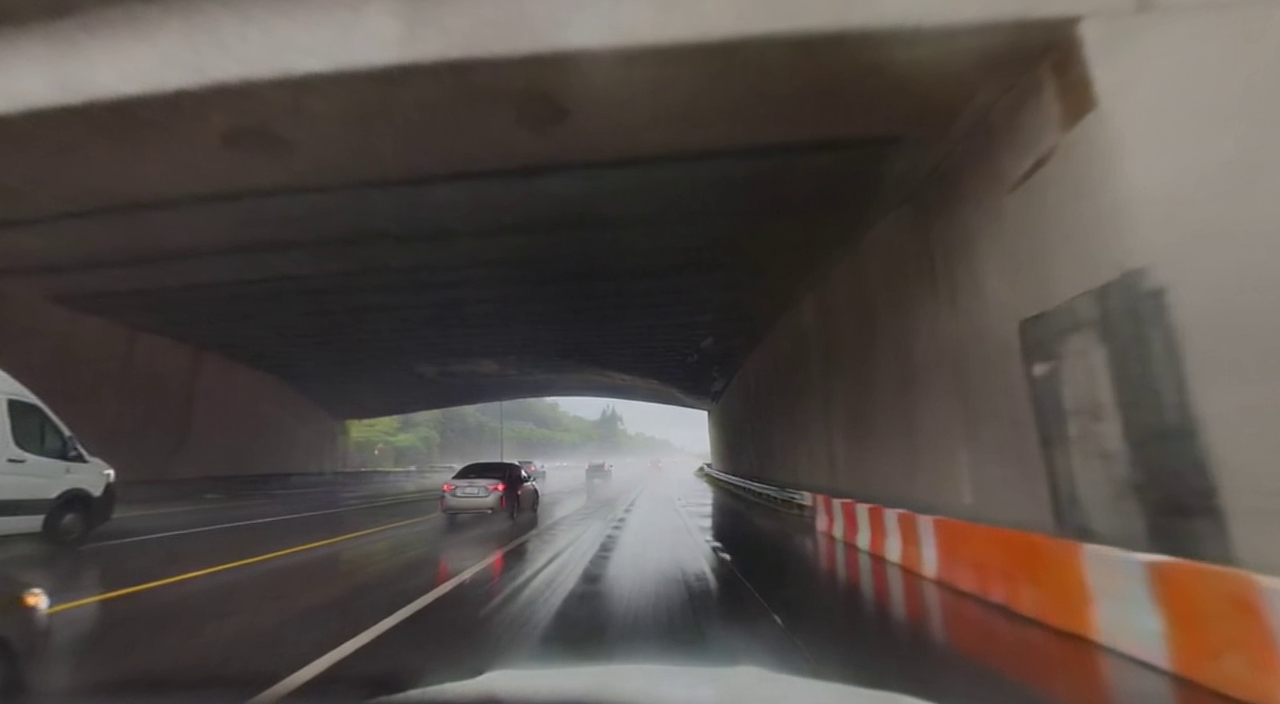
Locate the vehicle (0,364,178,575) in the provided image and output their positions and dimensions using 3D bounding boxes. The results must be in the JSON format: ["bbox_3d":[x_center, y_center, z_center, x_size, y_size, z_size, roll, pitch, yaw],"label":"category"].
[{"bbox_3d":[-9.175,1.346,7.302,2.310,2.576,6.321,0,-10,5],"label":"vehicle"}]

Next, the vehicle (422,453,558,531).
[{"bbox_3d":[-3.166,3.057,14.120,1.992,1.466,3.690,0,-10,2],"label":"vehicle"}]
